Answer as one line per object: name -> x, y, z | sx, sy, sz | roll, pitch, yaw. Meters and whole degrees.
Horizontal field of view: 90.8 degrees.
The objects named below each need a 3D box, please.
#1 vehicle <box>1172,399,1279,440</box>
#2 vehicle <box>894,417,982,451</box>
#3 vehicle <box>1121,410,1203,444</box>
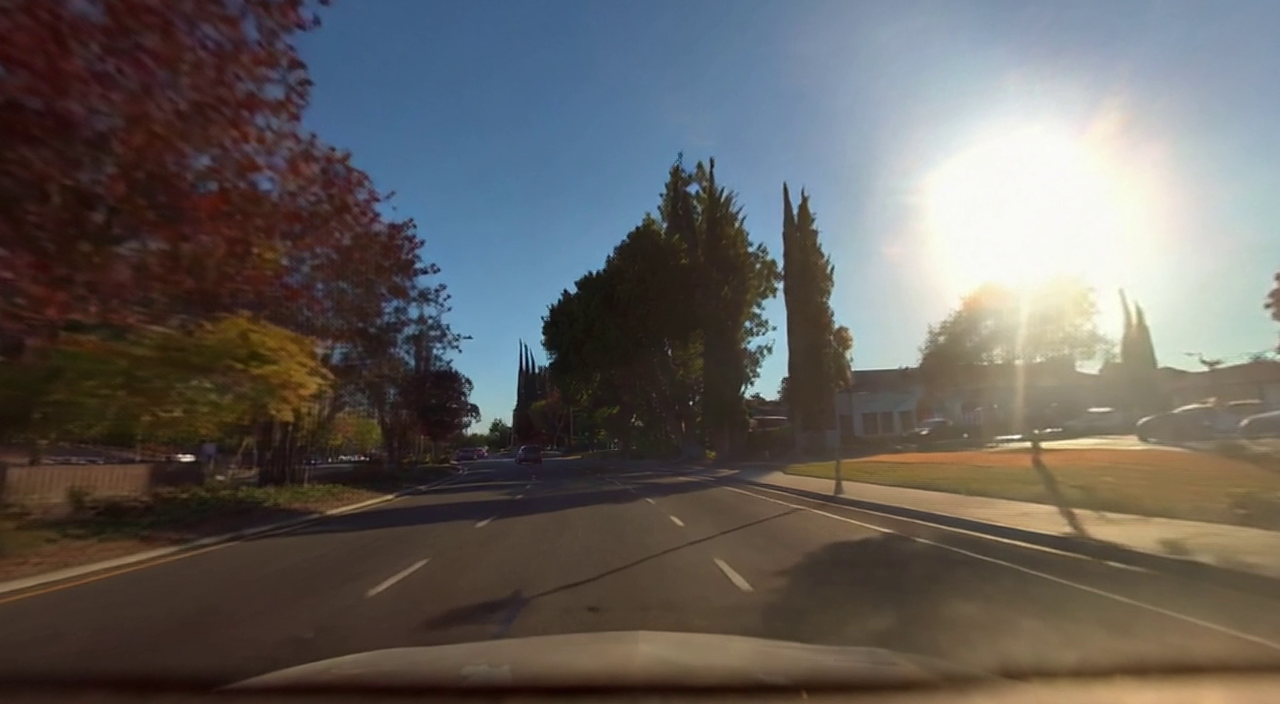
vehicle -> 26.068, 3.007, 27.566 | 2.033, 1.533, 4.370 | -2, -9, 4
vehicle -> 17.766, 4.887, 37.653 | 4.802, 1.900, 2.373 | 4, -9, -32
vehicle -> 24.286, 3.539, 29.331 | 4.230, 1.459, 1.889 | 7, -11, -37
